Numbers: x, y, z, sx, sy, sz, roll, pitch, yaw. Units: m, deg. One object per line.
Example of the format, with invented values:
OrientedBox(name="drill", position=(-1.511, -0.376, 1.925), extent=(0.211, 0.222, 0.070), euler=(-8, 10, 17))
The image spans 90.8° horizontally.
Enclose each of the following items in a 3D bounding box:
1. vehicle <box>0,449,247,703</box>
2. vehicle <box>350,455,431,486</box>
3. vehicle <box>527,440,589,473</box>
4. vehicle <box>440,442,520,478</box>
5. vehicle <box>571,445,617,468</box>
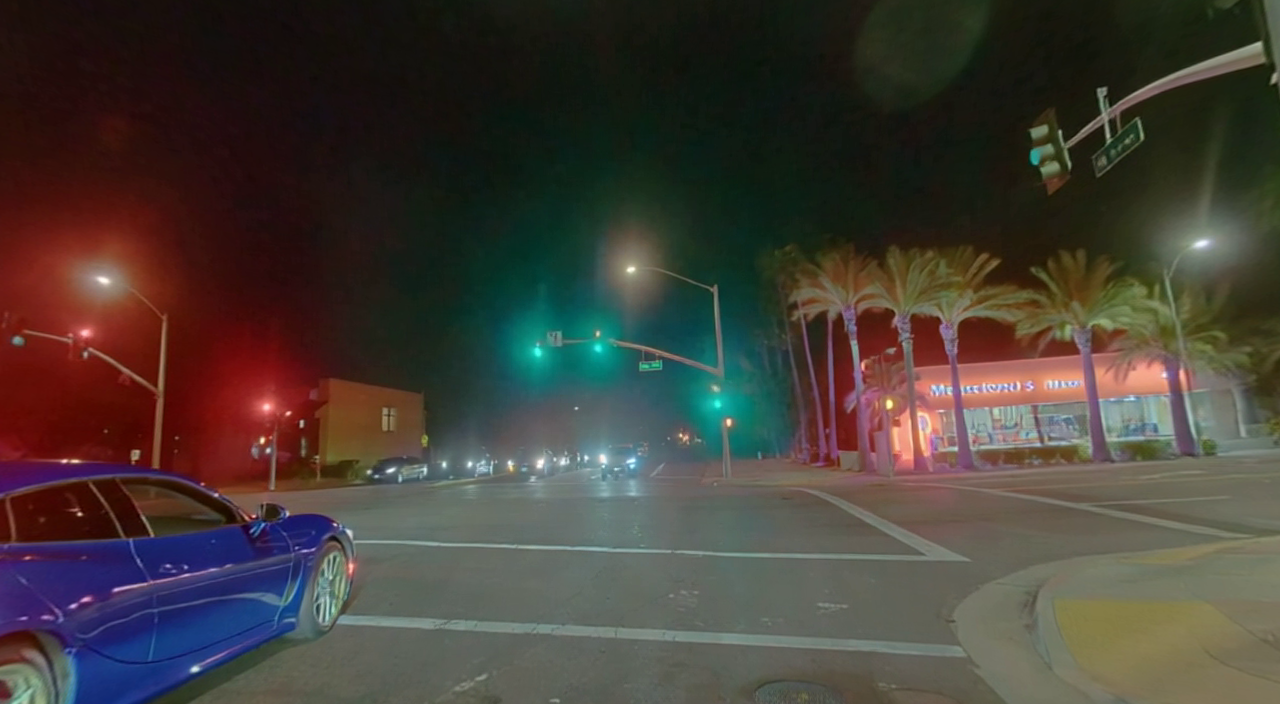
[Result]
OrientedBox(name="vehicle", position=(-3.695, 1.020, 2.242), extent=(1.850, 1.325, 4.295), euler=(0, -9, 0))
OrientedBox(name="vehicle", position=(-12.769, 6.080, 32.686), extent=(1.880, 1.440, 4.418), euler=(-1, -9, 8))
OrientedBox(name="vehicle", position=(-4.642, 6.008, 36.488), extent=(2.092, 1.709, 4.775), euler=(-2, -9, 12))
OrientedBox(name="vehicle", position=(-8.637, 5.883, 34.695), extent=(2.152, 1.825, 5.406), euler=(-2, -9, 10))
OrientedBox(name="vehicle", position=(-3.152, 7.238, 44.016), extent=(1.839, 1.468, 4.549), euler=(-2, -9, 14))
